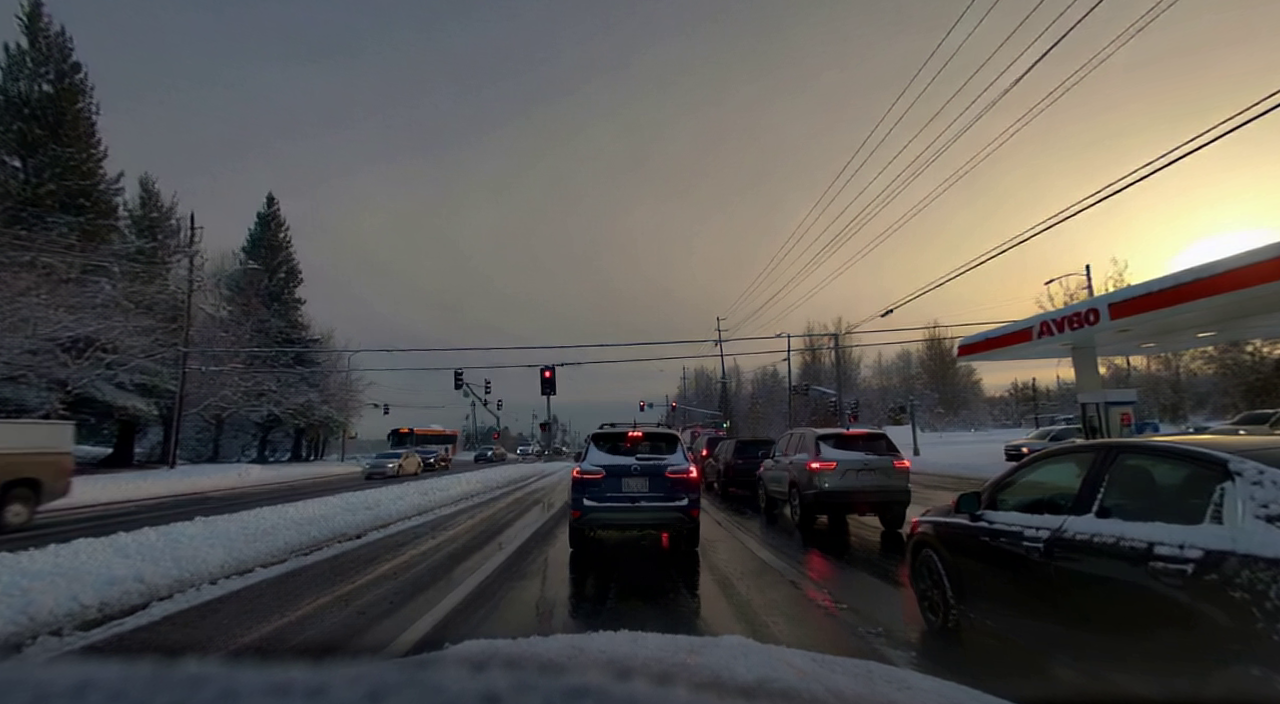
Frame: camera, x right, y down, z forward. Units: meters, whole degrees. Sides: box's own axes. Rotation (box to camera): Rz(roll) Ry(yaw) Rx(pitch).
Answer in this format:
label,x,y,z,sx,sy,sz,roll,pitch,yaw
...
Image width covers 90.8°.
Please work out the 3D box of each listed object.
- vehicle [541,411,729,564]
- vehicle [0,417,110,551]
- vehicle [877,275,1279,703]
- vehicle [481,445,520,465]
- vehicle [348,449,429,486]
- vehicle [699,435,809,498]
label,x,y,z,sx,sy,sz,roll,pitch,yaw
vehicle,-0.104,1.805,9.109,2.087,1.677,4.053,0,-9,-1
vehicle,-10.586,1.778,8.122,2.333,1.950,5.941,0,-9,1
vehicle,3.101,0.833,3.209,2.049,1.813,4.245,0,-9,-1
vehicle,-10.756,7.979,49.041,2.030,1.498,4.690,0,-9,0
vehicle,-10.486,4.818,26.656,1.812,1.403,3.918,0,-9,0
vehicle,2.892,3.041,17.170,2.040,1.481,4.407,0,-9,-2
